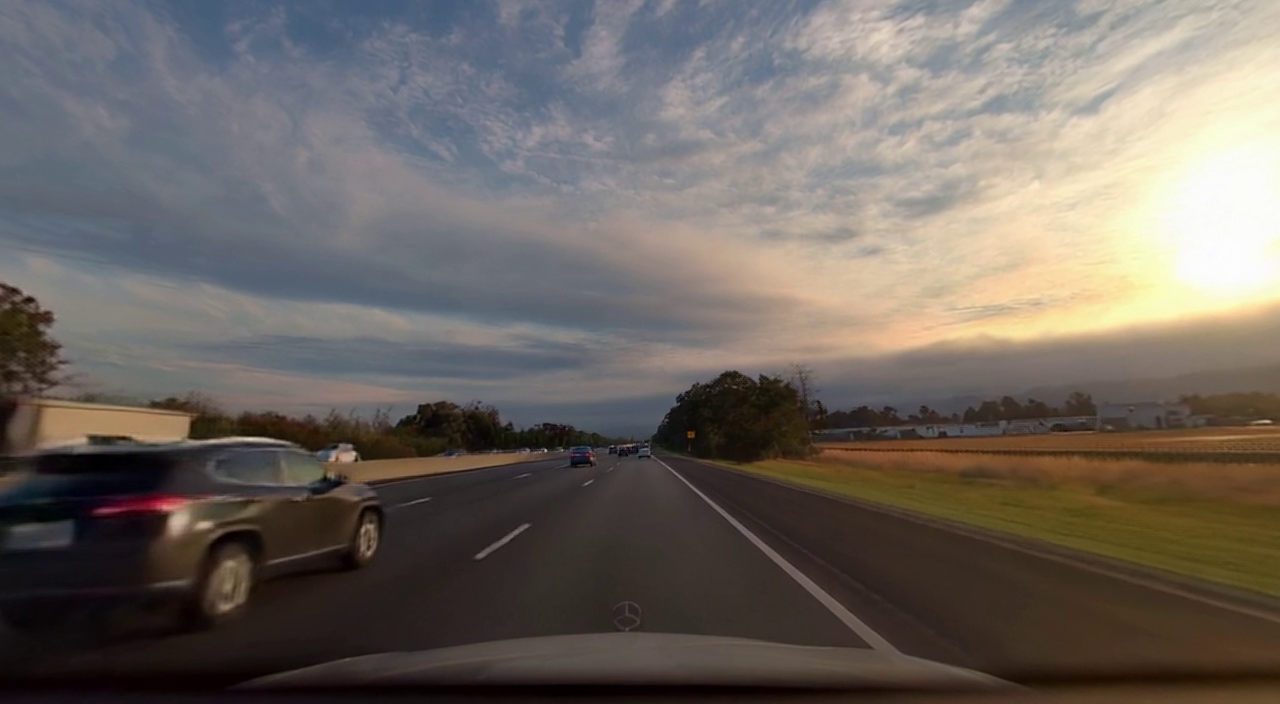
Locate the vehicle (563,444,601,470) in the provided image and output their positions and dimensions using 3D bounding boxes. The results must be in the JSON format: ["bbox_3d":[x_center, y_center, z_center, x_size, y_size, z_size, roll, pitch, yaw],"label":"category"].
[{"bbox_3d":[-3.617,6.630,40.008,1.954,1.541,4.079,0,-9,1],"label":"vehicle"}]

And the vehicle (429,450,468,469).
[{"bbox_3d":[-15.029,8.452,49.750,1.881,1.404,3.891,0,-9,0],"label":"vehicle"}]

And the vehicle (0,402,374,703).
[{"bbox_3d":[-3.683,1.179,3.975,2.110,1.500,4.259,0,-9,0],"label":"vehicle"}]
